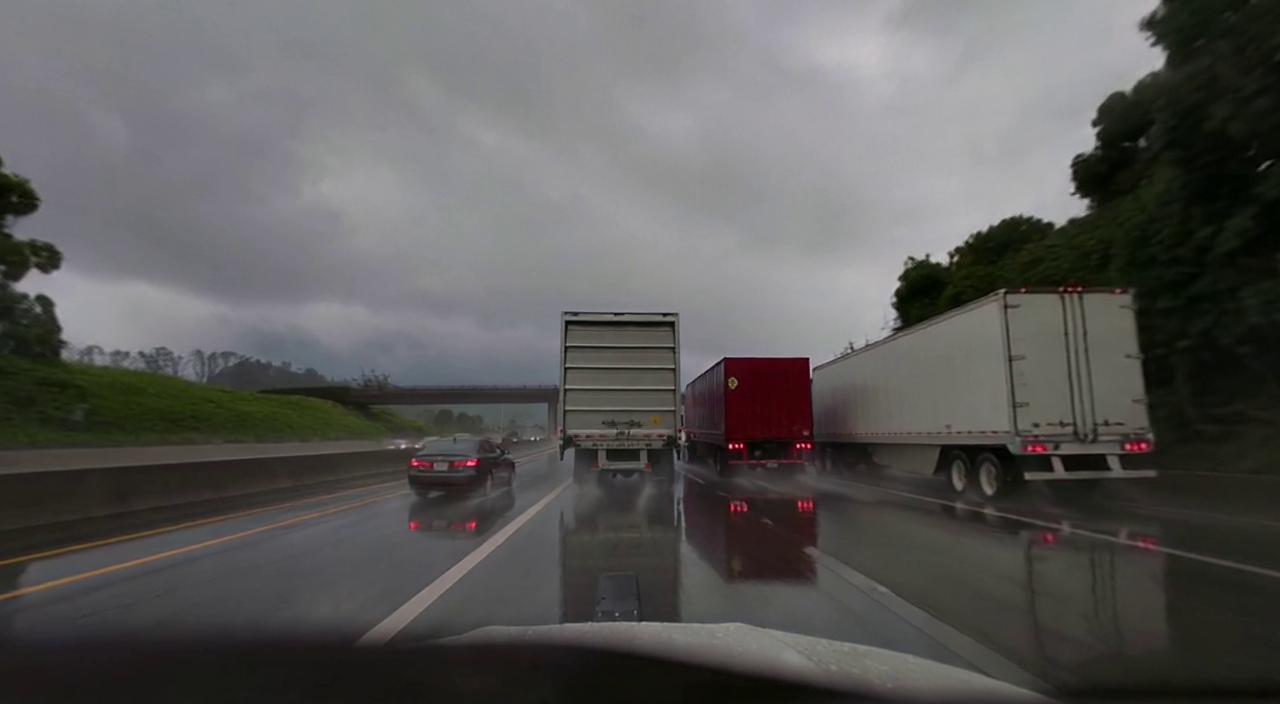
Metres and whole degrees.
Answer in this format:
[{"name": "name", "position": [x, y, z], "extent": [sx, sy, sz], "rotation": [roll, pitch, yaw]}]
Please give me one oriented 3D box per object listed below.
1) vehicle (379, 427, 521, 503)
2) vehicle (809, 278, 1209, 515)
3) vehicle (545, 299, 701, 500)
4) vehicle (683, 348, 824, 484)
[{"name": "vehicle", "position": [-4.097, 2.482, 14.328], "extent": [2.049, 1.483, 3.786], "rotation": [0, -8, 0]}, {"name": "vehicle", "position": [8.052, 1.590, 17.388], "extent": [3.000, 4.114, 13.063], "rotation": [0, -8, -1]}, {"name": "vehicle", "position": [-0.497, 1.639, 18.074], "extent": [3.090, 4.065, 10.702], "rotation": [0, -8, -2]}, {"name": "vehicle", "position": [3.644, 2.589, 23.888], "extent": [2.817, 3.886, 11.491], "rotation": [0, -8, -2]}]
